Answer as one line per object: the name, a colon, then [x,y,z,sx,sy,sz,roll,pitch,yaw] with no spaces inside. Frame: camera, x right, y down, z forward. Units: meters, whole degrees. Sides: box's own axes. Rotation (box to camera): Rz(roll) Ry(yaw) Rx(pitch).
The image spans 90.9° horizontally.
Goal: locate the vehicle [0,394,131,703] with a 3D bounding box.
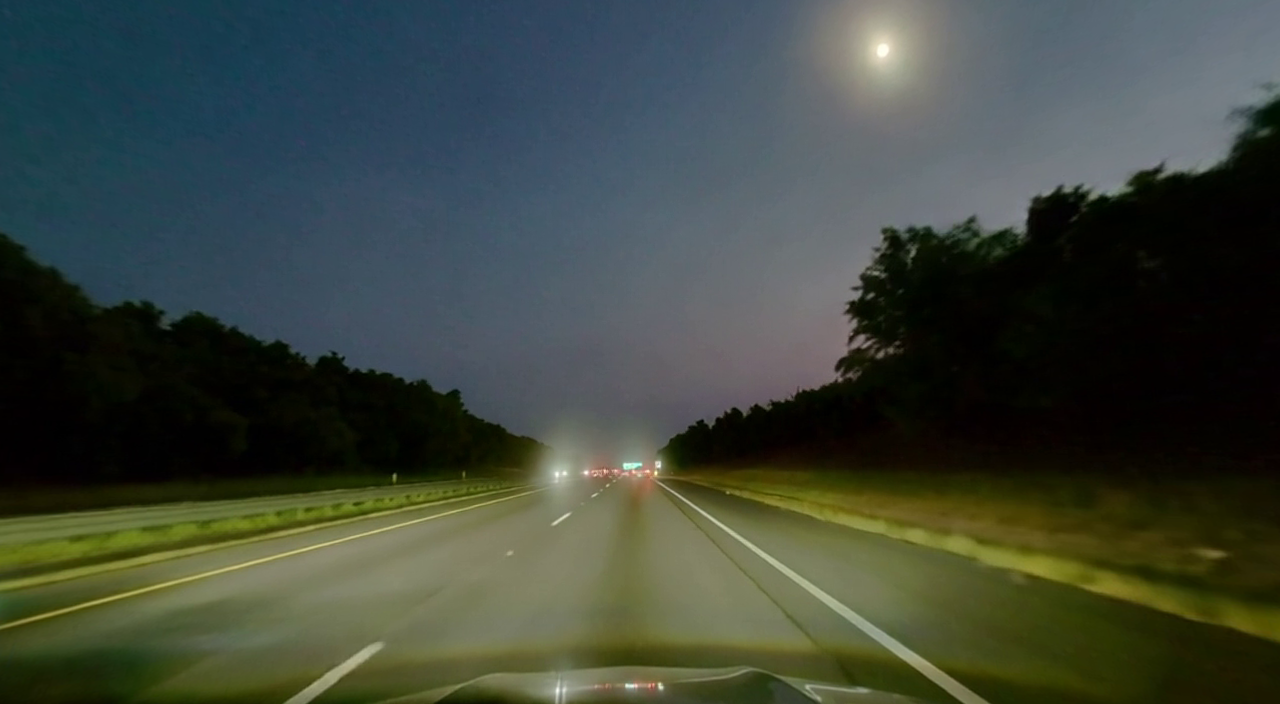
vehicle: [-3.445,0.632,0.888,2.017,1.516,4.041,1,-11,0]
